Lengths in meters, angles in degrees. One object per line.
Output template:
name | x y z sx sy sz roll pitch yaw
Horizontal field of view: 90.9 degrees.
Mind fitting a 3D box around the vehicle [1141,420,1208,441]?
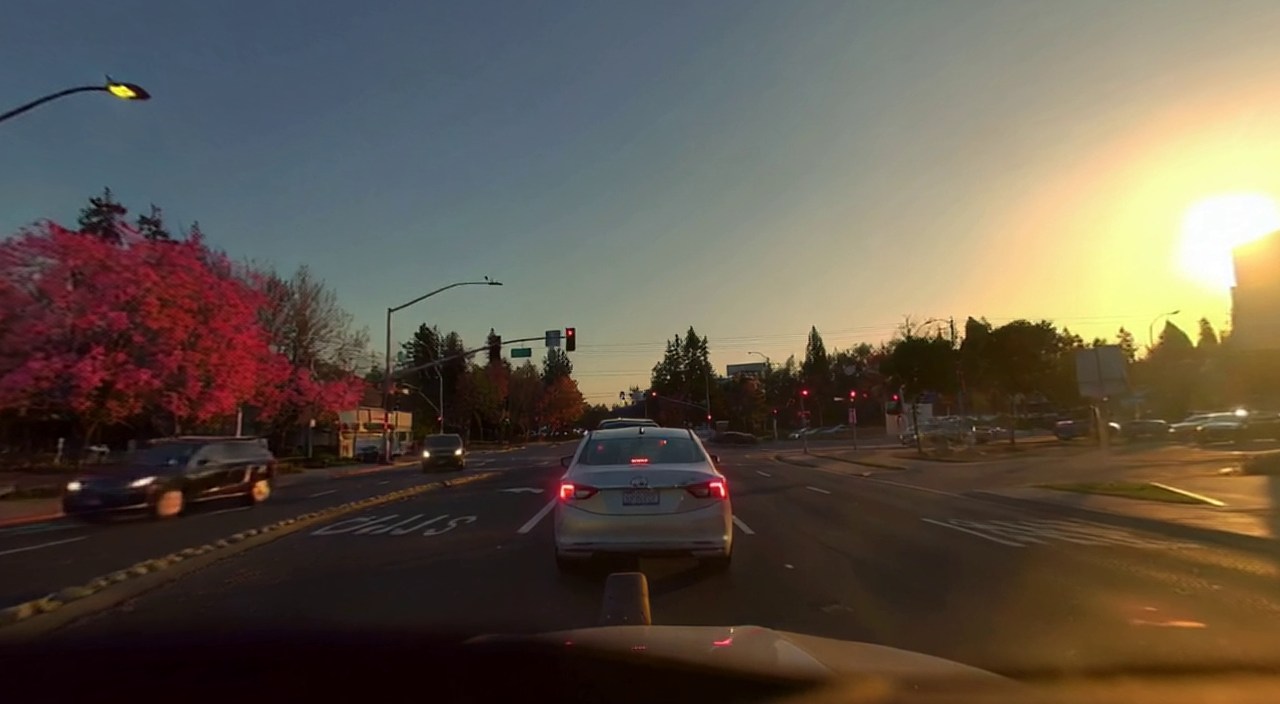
vehicle | 41.273 6.048 48.664 3.573 1.432 1.604 -3 -7 2

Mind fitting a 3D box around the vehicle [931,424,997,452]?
vehicle | 18.396 4.878 35.687 4.091 1.495 2.053 8 -12 -44

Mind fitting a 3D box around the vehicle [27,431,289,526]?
vehicle | -9.988 2.616 13.689 2.108 1.671 4.535 0 -8 0

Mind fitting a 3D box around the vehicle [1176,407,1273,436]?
vehicle | 36.331 4.393 39.342 1.848 1.581 4.475 -1 -8 3

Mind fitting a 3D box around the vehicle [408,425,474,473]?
vehicle | -9.549 4.685 30.661 2.378 2.084 5.225 1 -8 -10

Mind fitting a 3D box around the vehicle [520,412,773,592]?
vehicle | 0.020 1.554 7.366 2.112 1.482 4.057 0 -8 -1

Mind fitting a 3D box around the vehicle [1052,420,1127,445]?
vehicle | 34.770 6.229 48.802 4.294 1.557 1.744 -4 -7 1
